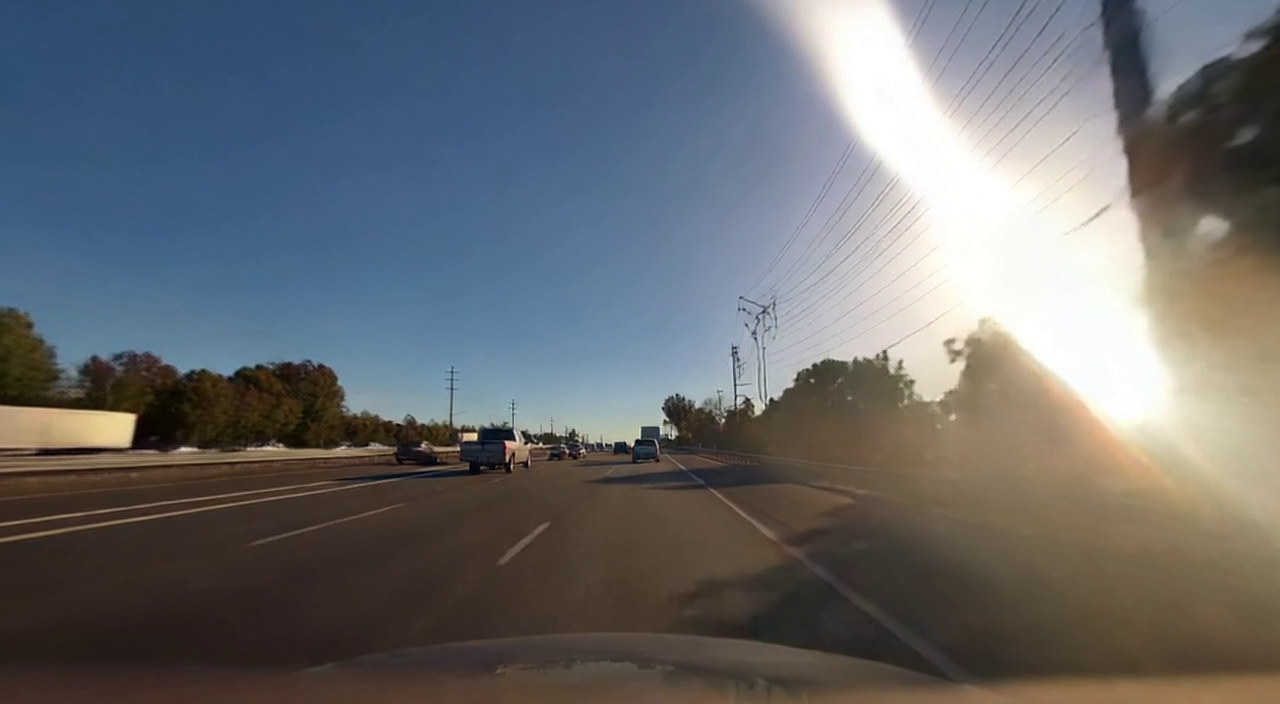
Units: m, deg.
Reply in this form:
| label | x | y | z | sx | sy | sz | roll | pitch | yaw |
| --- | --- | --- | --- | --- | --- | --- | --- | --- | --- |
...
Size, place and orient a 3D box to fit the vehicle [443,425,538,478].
| label | x | y | z | sx | sy | sz | roll | pitch | yaw |
| --- | --- | --- | --- | --- | --- | --- | --- | --- | --- |
| vehicle | -6.245 | 4.259 | 27.345 | 2.460 | 1.992 | 6.474 | 0 | -8 | 1 |

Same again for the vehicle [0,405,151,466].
| label | x | y | z | sx | sy | sz | roll | pitch | yaw |
| --- | --- | --- | --- | --- | --- | --- | --- | --- | --- |
| vehicle | -40.274 | 5.911 | 44.271 | 2.866 | 3.719 | 10.874 | 0 | -8 | 2 |

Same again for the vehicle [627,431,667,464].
| label | x | y | z | sx | sy | sz | roll | pitch | yaw |
| --- | --- | --- | --- | --- | --- | --- | --- | --- | --- |
| vehicle | 0.442 | 6.195 | 41.076 | 2.448 | 2.025 | 5.193 | 0 | -8 | 1 |

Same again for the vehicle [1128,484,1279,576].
| label | x | y | z | sx | sy | sz | roll | pitch | yaw |
| --- | --- | --- | --- | --- | --- | --- | --- | --- | --- |
| vehicle | 26.620 | 7.950 | 29.034 | 2.975 | 3.291 | 6.400 | 0 | -8 | -1 |
